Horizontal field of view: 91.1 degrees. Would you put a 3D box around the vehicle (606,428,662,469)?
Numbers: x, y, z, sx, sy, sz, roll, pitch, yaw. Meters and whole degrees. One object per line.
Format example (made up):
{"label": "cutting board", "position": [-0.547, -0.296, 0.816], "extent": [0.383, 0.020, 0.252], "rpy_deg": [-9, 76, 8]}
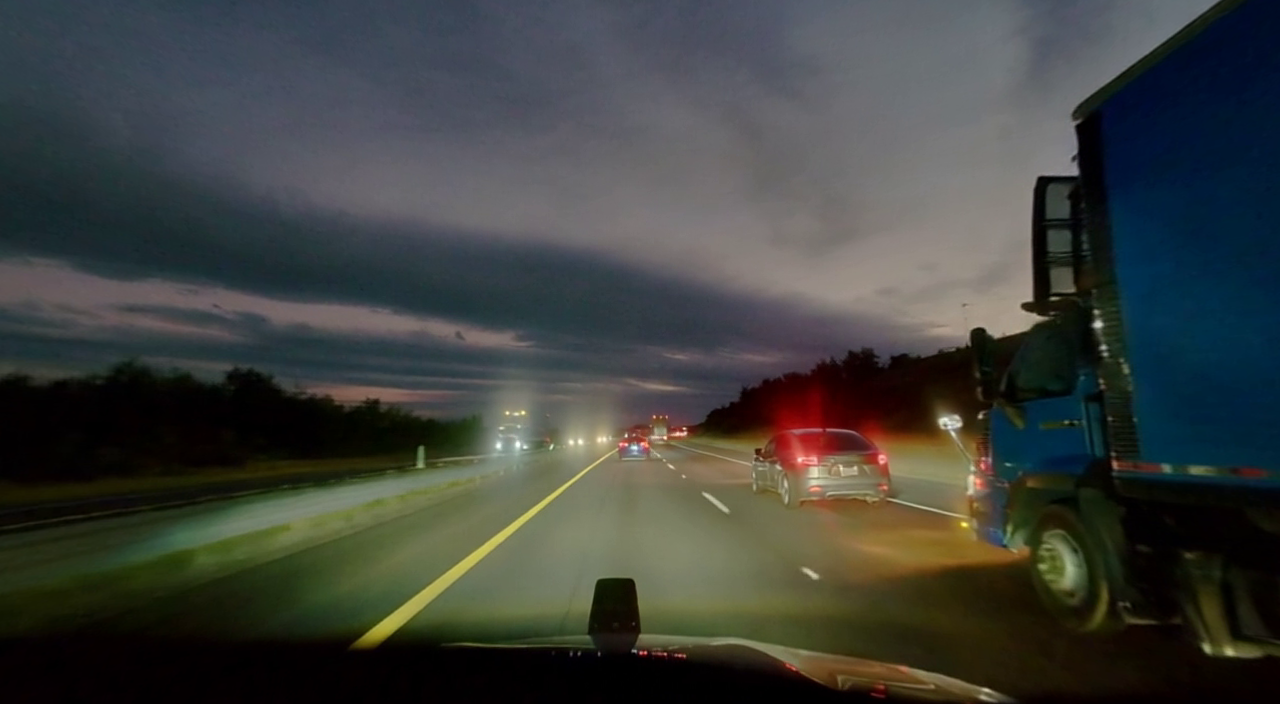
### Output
{"label": "vehicle", "position": [-0.275, 4.097, 26.981], "extent": [2.216, 1.623, 4.220], "rpy_deg": [0, -8, -1]}
